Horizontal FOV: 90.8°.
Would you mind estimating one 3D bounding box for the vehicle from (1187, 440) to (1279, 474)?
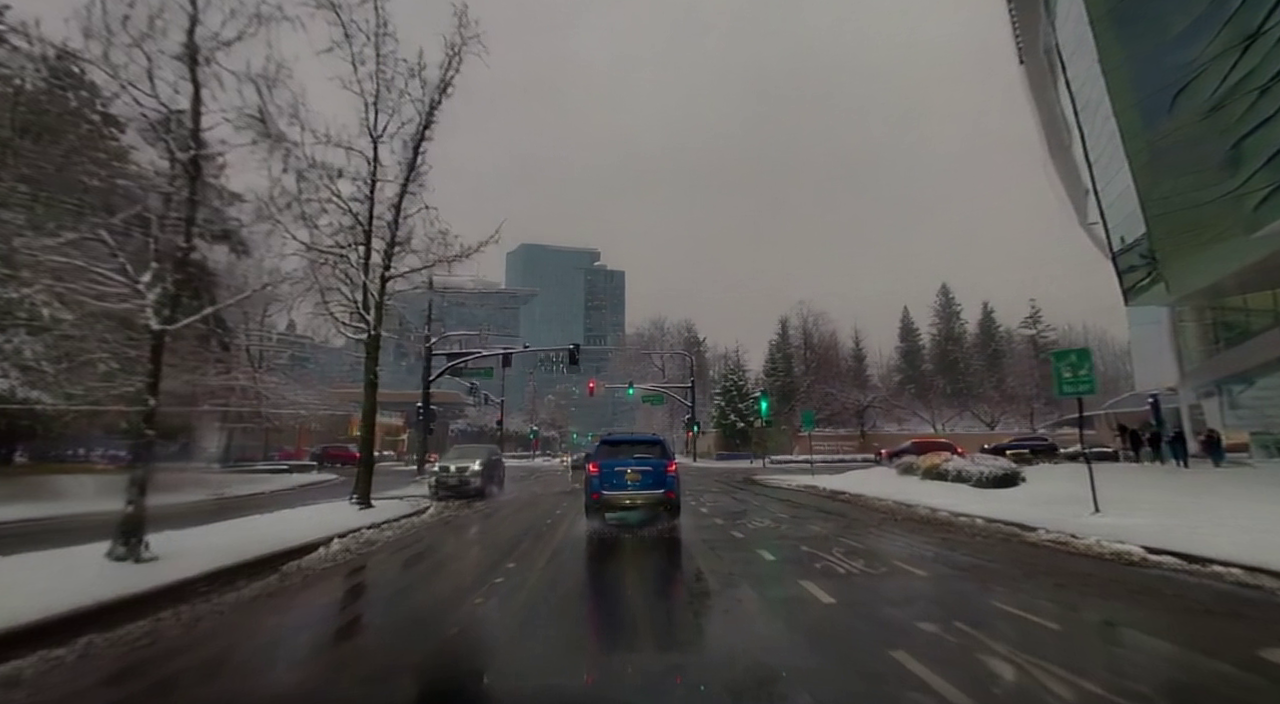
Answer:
[{"bbox_3d":[31.032,5.274,31.817,5.161,1.610,2.024,0,-9,-3],"label":"vehicle"}]

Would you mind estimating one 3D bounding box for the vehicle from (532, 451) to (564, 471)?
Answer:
[{"bbox_3d":[-7.143,8.497,49.566,1.908,1.475,4.337,0,-9,0],"label":"vehicle"}]

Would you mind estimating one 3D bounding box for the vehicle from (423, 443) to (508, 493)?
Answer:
[{"bbox_3d":[-6.295,4.208,23.320,2.028,1.655,4.189,0,-9,-1],"label":"vehicle"}]

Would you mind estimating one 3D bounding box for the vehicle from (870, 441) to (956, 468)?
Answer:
[{"bbox_3d":[16.630,6.277,38.660,4.422,1.563,1.751,0,-9,-2],"label":"vehicle"}]

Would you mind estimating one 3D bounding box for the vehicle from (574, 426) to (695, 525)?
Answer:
[{"bbox_3d":[-0.172,2.558,13.590,2.183,1.765,4.059,0,-9,-2],"label":"vehicle"}]
